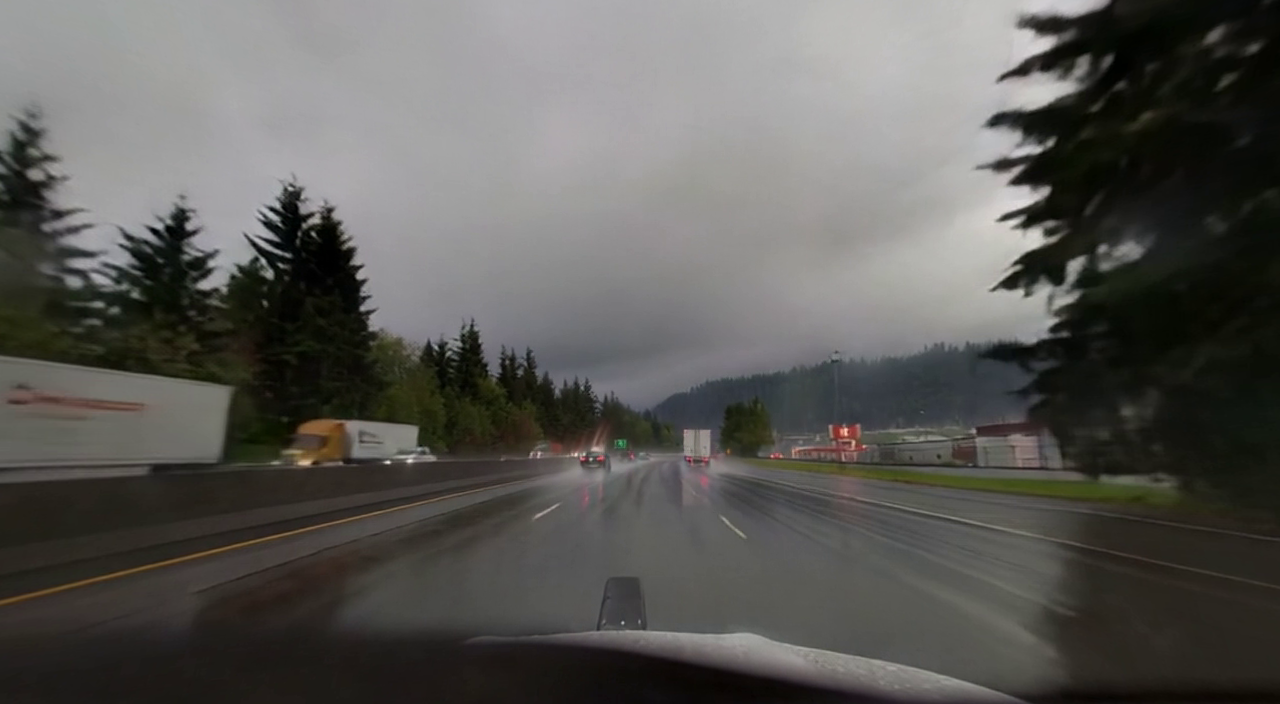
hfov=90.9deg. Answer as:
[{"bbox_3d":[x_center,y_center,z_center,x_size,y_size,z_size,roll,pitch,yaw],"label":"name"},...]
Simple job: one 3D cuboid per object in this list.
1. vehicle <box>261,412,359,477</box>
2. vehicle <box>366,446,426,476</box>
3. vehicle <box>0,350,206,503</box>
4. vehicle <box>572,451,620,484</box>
[{"bbox_3d":[-21.392,6.084,41.313,2.925,3.888,5.821,-1,-9,2],"label":"vehicle"},{"bbox_3d":[-17.040,7.634,44.373,2.095,1.943,5.068,0,-9,1],"label":"vehicle"},{"bbox_3d":[-18.643,2.102,17.503,3.117,4.012,13.946,0,-9,1],"label":"vehicle"},{"bbox_3d":[-2.119,5.752,31.709,2.035,1.513,4.272,0,-9,1],"label":"vehicle"}]
